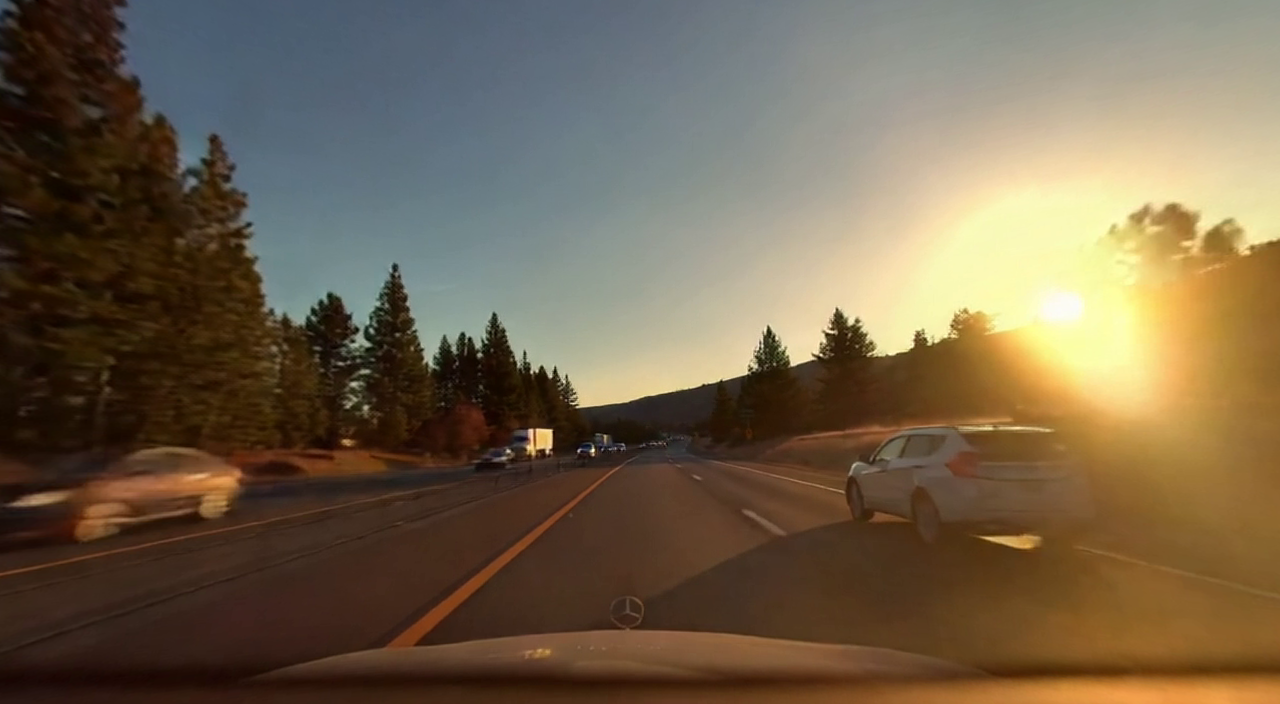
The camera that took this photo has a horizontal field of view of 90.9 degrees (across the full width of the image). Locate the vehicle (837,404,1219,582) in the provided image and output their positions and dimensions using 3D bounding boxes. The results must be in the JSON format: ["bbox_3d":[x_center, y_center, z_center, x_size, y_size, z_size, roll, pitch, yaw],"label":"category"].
[{"bbox_3d":[4.531,1.724,8.608,2.098,1.703,4.862,0,-8,0],"label":"vehicle"}]

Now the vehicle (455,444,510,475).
[{"bbox_3d":[-9.025,6.198,36.548,1.909,1.640,4.518,-1,-8,2],"label":"vehicle"}]

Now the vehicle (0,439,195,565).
[{"bbox_3d":[-9.220,2.090,9.205,2.062,1.597,4.608,0,-8,0],"label":"vehicle"}]
